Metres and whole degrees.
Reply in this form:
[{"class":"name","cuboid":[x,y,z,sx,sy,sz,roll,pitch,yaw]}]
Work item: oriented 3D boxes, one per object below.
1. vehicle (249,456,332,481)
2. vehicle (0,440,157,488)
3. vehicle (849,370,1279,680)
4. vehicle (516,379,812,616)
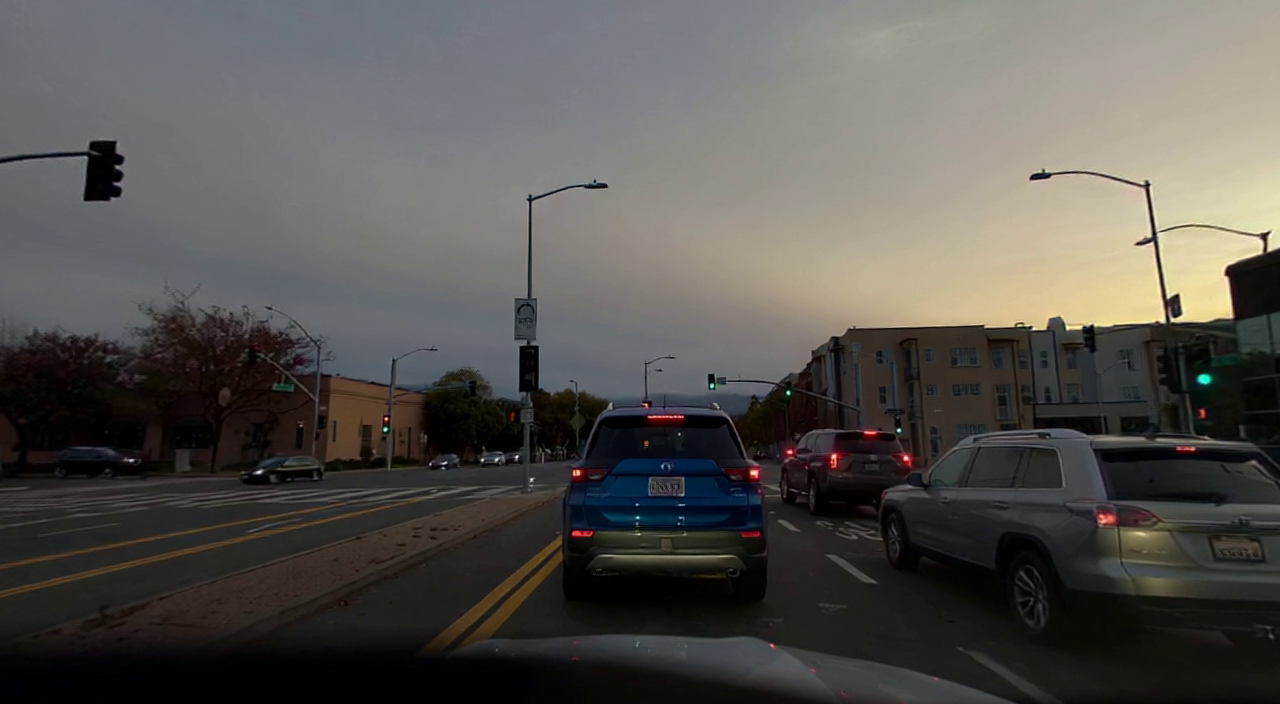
[{"class":"vehicle","cuboid":[-21.977,7.300,39.773,4.255,1.444,1.864,6,-11,-37]},{"class":"vehicle","cuboid":[-24.575,4.842,27.542,5.062,1.946,2.243,0,-9,-1]},{"class":"vehicle","cuboid":[3.562,1.270,5.689,2.018,1.701,4.288,0,-9,2]},{"class":"vehicle","cuboid":[0.229,1.465,7.209,2.292,1.840,4.394,0,-9,1]}]
